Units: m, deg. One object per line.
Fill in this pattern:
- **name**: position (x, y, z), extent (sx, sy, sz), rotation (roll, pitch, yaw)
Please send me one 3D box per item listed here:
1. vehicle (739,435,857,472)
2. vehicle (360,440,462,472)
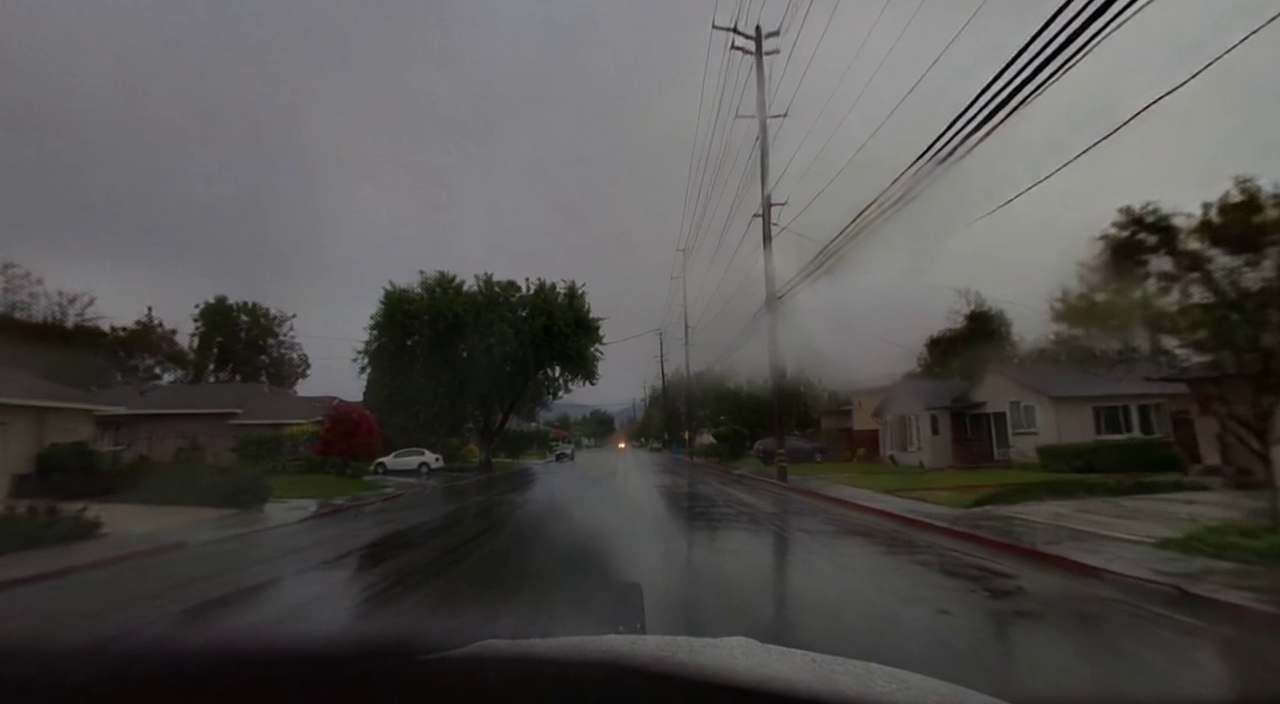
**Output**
- **vehicle**: position (8.684, 5.644, 35.289), extent (5.890, 1.896, 2.459), rotation (-1, -8, 0)
- **vehicle**: position (-11.437, 5.213, 31.748), extent (4.371, 1.482, 1.954), rotation (1, -8, -3)
